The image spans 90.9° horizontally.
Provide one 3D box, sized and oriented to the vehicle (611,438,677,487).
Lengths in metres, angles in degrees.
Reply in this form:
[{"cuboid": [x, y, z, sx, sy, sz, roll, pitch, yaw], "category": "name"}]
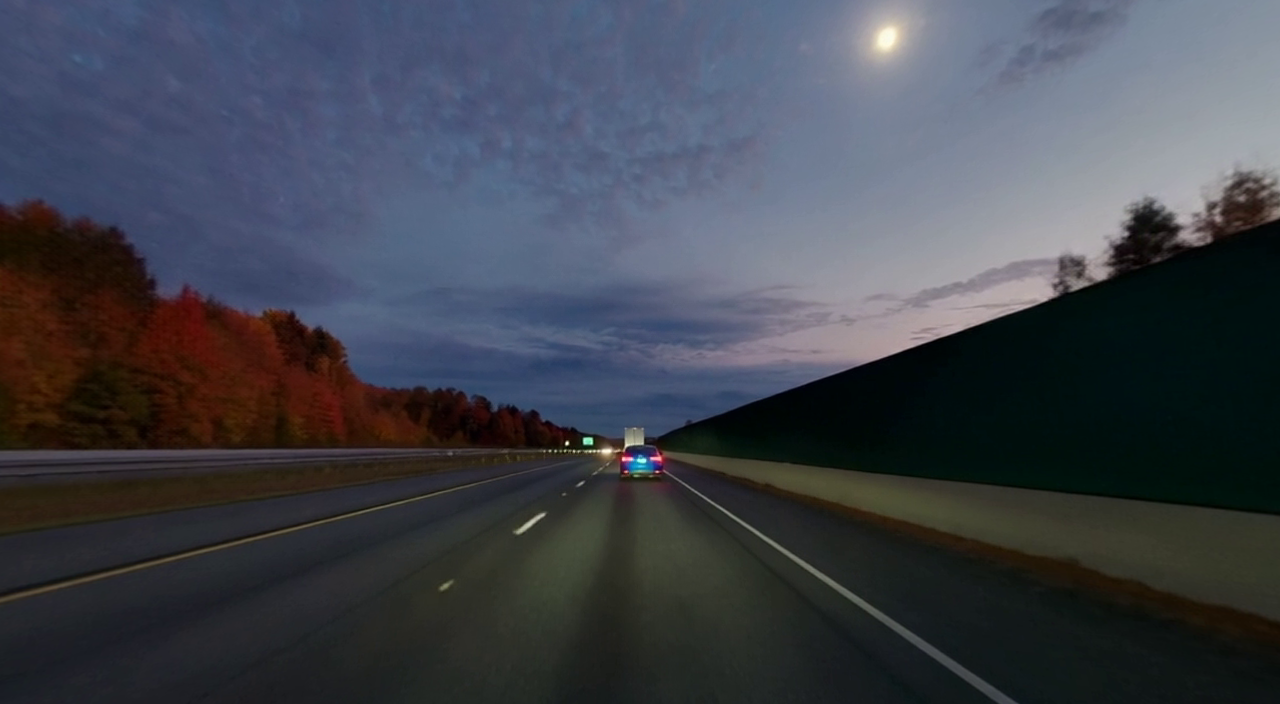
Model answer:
[{"cuboid": [0.080, 3.775, 21.872, 2.057, 1.516, 4.065, 0, -8, -1], "category": "vehicle"}]
